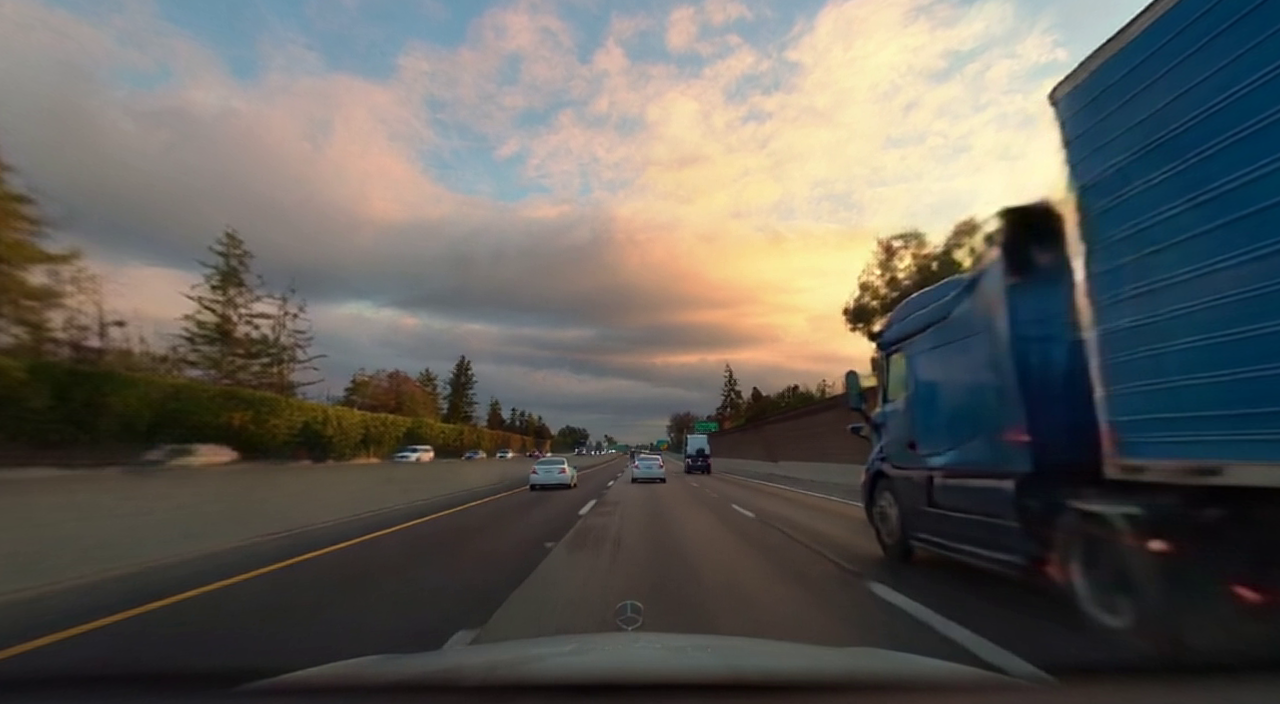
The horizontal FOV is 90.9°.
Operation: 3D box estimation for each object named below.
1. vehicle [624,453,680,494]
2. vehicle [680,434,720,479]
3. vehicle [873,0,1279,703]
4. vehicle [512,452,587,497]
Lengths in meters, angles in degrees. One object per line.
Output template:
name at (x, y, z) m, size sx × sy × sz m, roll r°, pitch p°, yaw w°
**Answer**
vehicle at (0.454, 4.898, 25.765) m, size 2.089 × 1.516 × 4.191 m, roll 0°, pitch -9°, yaw 0°
vehicle at (4.501, 7.677, 46.129) m, size 2.650 × 2.978 × 6.937 m, roll -2°, pitch -10°, yaw 7°
vehicle at (4.740, 0.263, 5.551) m, size 3.019 × 3.957 × 5.903 m, roll 0°, pitch -9°, yaw 0°
vehicle at (-3.255, 4.492, 23.468) m, size 2.105 × 1.467 × 4.099 m, roll 0°, pitch -9°, yaw 1°
